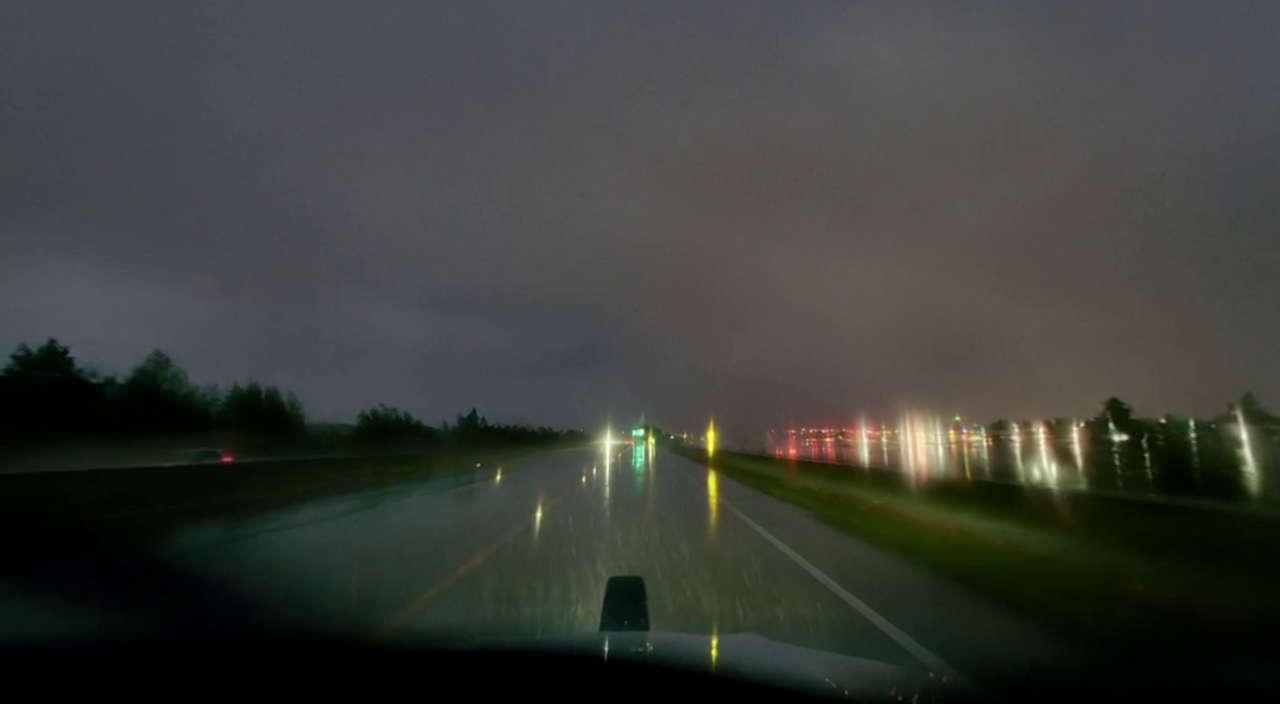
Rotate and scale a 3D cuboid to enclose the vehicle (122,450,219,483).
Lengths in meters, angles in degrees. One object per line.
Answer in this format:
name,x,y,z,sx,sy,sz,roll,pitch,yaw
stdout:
vehicle,-23.877,5.817,32.102,1.797,1.517,4.021,0,-8,0
